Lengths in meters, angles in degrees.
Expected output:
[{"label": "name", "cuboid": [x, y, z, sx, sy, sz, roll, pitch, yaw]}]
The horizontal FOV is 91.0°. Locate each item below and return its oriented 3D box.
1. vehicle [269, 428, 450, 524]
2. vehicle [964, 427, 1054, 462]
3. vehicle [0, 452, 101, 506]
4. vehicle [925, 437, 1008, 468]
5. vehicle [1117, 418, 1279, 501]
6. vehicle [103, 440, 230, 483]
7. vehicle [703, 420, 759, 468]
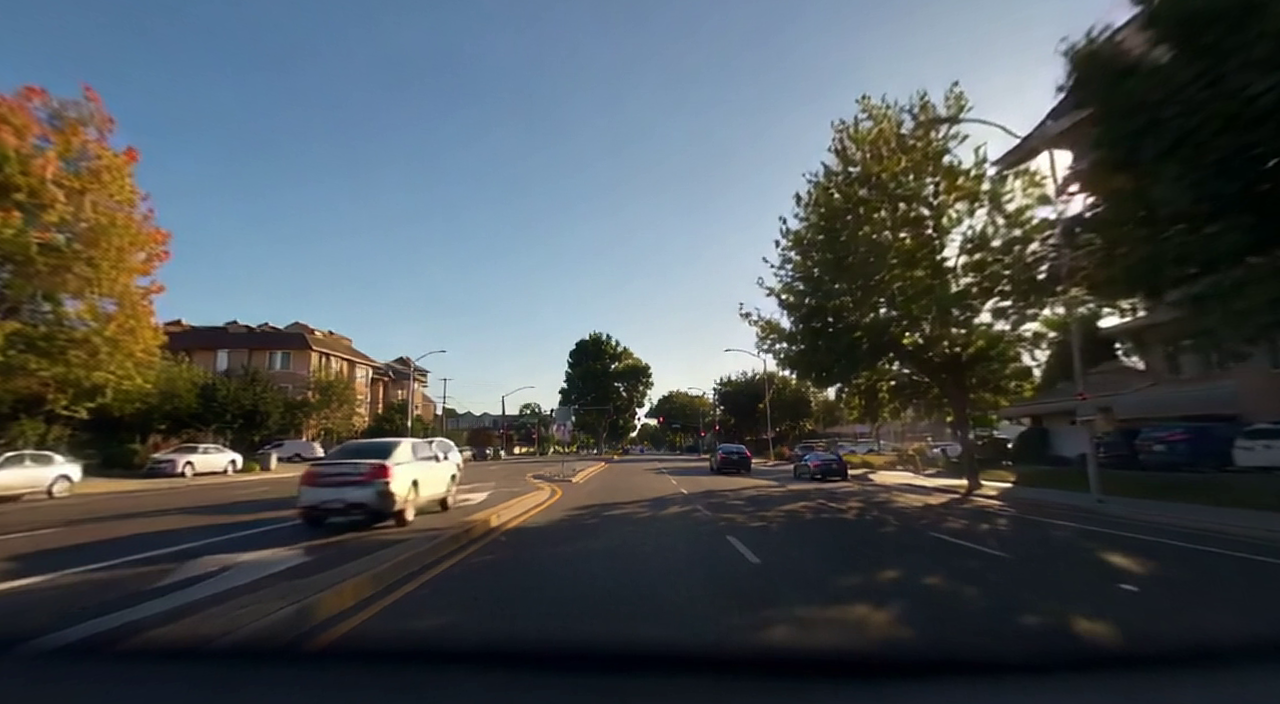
[{"label": "vehicle", "cuboid": [-5.519, 2.480, 13.112, 2.002, 1.635, 4.271, 1, -9, -4]}, {"label": "vehicle", "cuboid": [20.200, 5.106, 34.756, 2.012, 1.709, 4.574, -1, -9, -2]}, {"label": "vehicle", "cuboid": [-19.019, 3.765, 18.831, 1.867, 1.475, 4.369, 0, -9, 0]}, {"label": "vehicle", "cuboid": [17.646, 5.415, 34.282, 1.957, 1.501, 4.308, -2, -7, -3]}, {"label": "vehicle", "cuboid": [14.543, 2.519, 15.292, 2.158, 1.736, 4.713, -2, -8, 1]}, {"label": "vehicle", "cuboid": [-24.247, 5.592, 32.627, 2.177, 1.922, 5.563, -3, -8, 2]}, {"label": "vehicle", "cuboid": [6.509, 6.769, 46.221, 2.802, 3.208, 7.459, 1, -8, -2]}]
